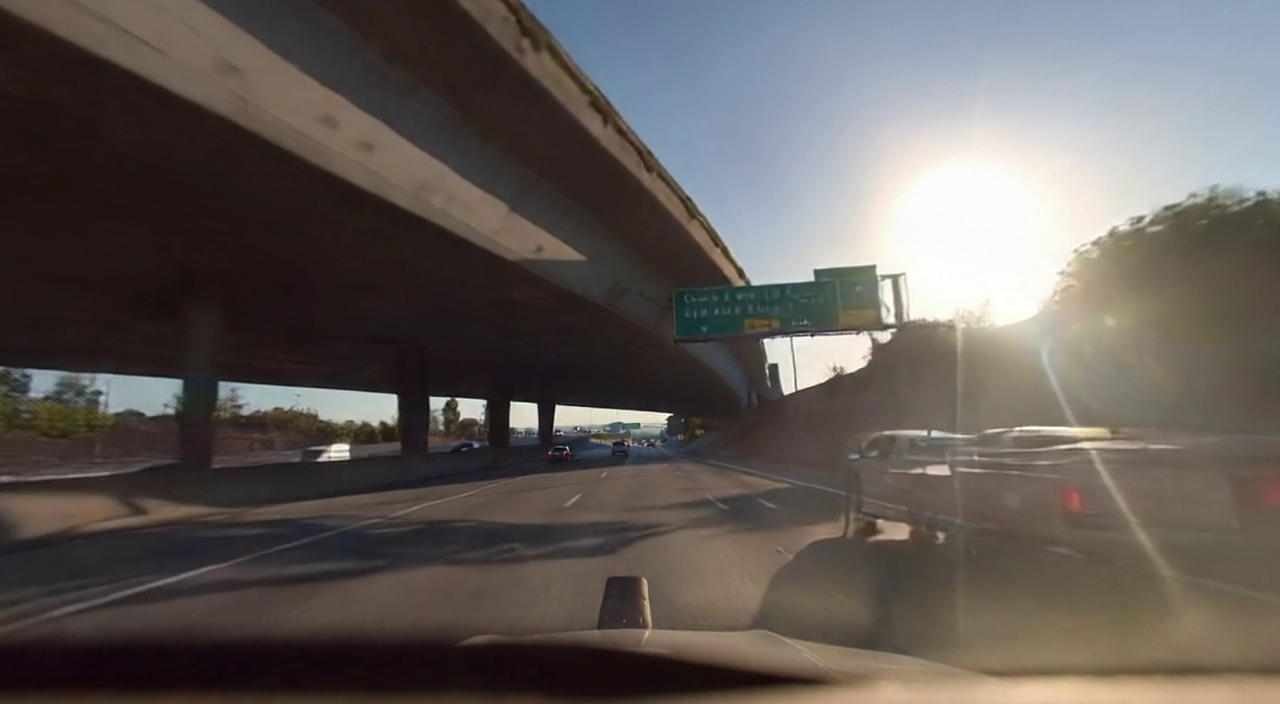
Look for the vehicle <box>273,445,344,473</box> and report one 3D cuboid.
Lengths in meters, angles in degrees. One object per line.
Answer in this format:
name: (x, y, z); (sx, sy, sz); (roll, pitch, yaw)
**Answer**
vehicle: (-23.539, 7.591, 45.067); (1.999, 1.811, 5.381); (-1, -9, 2)
